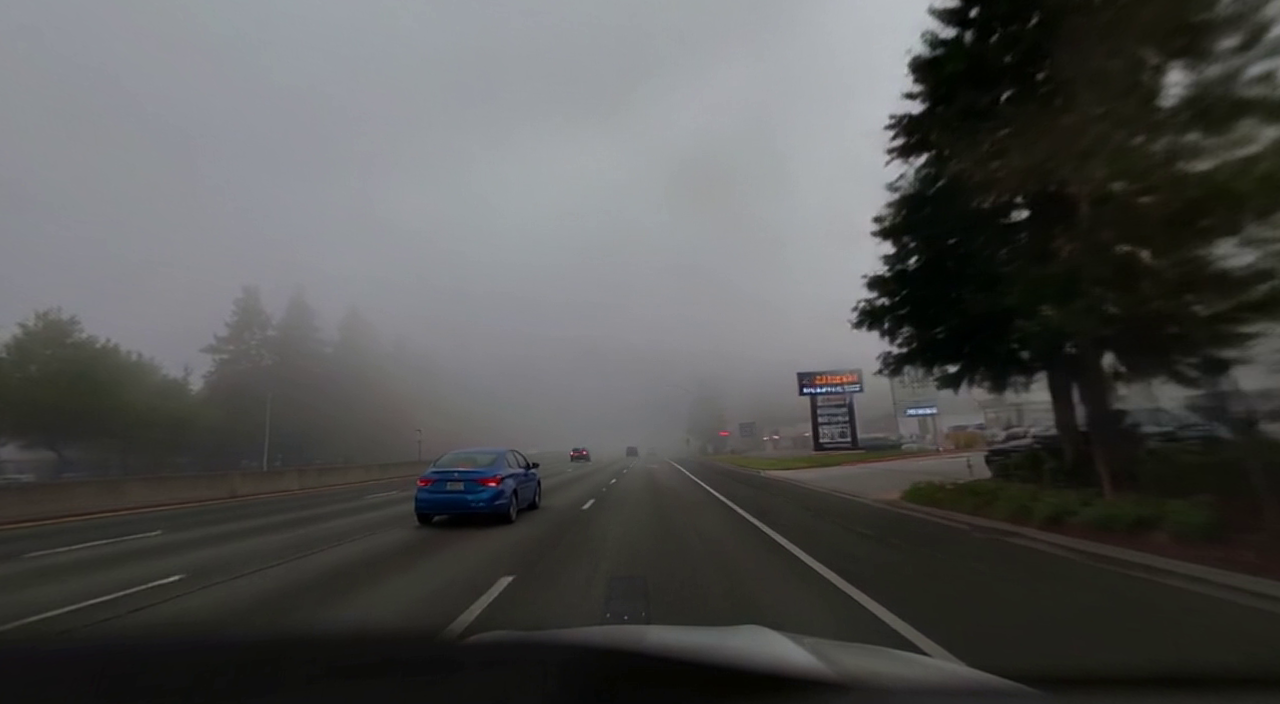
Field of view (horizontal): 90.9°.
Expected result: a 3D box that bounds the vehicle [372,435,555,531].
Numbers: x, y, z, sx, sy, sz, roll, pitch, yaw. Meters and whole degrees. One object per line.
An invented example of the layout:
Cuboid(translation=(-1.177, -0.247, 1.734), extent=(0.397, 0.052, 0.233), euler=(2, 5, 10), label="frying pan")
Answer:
Cuboid(translation=(-3.068, 2.389, 12.123), extent=(2.152, 1.479, 4.394), euler=(0, -9, 2), label="vehicle")
